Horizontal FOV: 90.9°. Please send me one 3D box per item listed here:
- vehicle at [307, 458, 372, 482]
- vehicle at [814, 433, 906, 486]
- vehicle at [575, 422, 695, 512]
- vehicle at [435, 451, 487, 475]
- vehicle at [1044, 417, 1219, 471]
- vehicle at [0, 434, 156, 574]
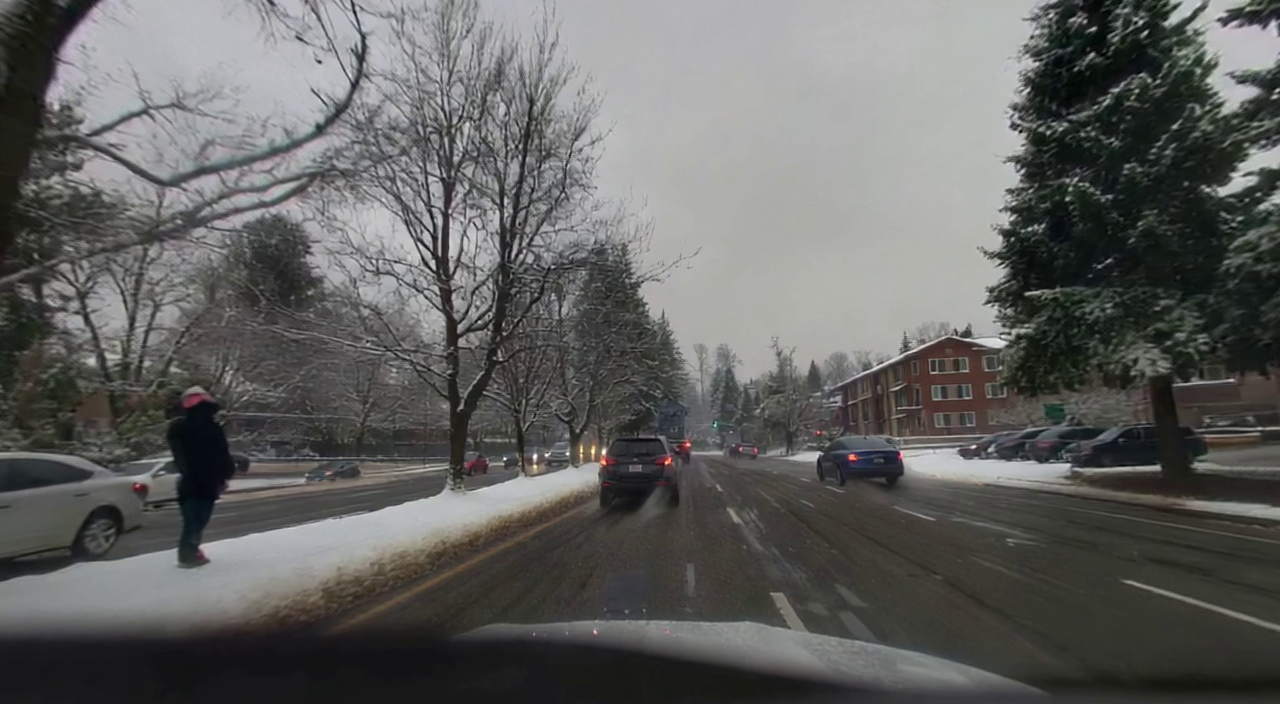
[{"bbox_3d":[-20.709,8.117,43.625,1.824,1.476,4.499,-1,-9,8],"label":"vehicle"},{"bbox_3d":[7.844,3.859,22.902,1.971,1.722,4.341,-1,-8,3],"label":"vehicle"},{"bbox_3d":[0.078,2.679,15.127,2.332,1.798,4.546,-1,-8,6],"label":"vehicle"},{"bbox_3d":[-11.605,7.216,41.108,1.806,1.417,4.405,-1,-8,5],"label":"vehicle"},{"bbox_3d":[19.051,3.604,24.649,4.783,1.724,2.297,-4,-9,2],"label":"vehicle"},{"bbox_3d":[-7.859,1.633,6.450,1.854,1.486,4.743,-4,-9,4],"label":"vehicle"}]
